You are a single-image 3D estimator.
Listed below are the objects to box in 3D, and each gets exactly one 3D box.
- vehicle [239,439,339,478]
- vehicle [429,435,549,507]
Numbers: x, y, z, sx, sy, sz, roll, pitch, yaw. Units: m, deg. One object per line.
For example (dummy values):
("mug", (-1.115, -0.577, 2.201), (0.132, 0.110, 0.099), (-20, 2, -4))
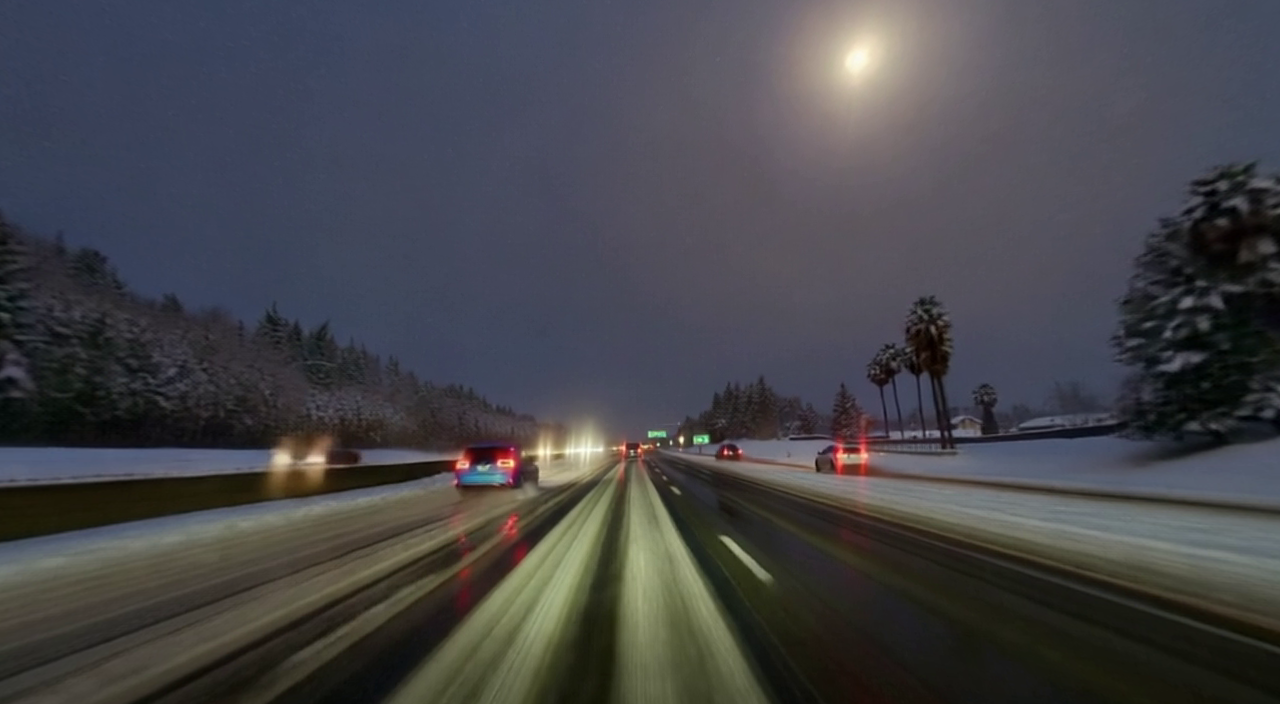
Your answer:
("vehicle", (-17.313, 5.269, 31.503), (2.228, 1.795, 4.910), (0, -9, -1))
("vehicle", (-3.746, 3.041, 16.639), (1.996, 1.617, 4.637), (0, -9, 0))
